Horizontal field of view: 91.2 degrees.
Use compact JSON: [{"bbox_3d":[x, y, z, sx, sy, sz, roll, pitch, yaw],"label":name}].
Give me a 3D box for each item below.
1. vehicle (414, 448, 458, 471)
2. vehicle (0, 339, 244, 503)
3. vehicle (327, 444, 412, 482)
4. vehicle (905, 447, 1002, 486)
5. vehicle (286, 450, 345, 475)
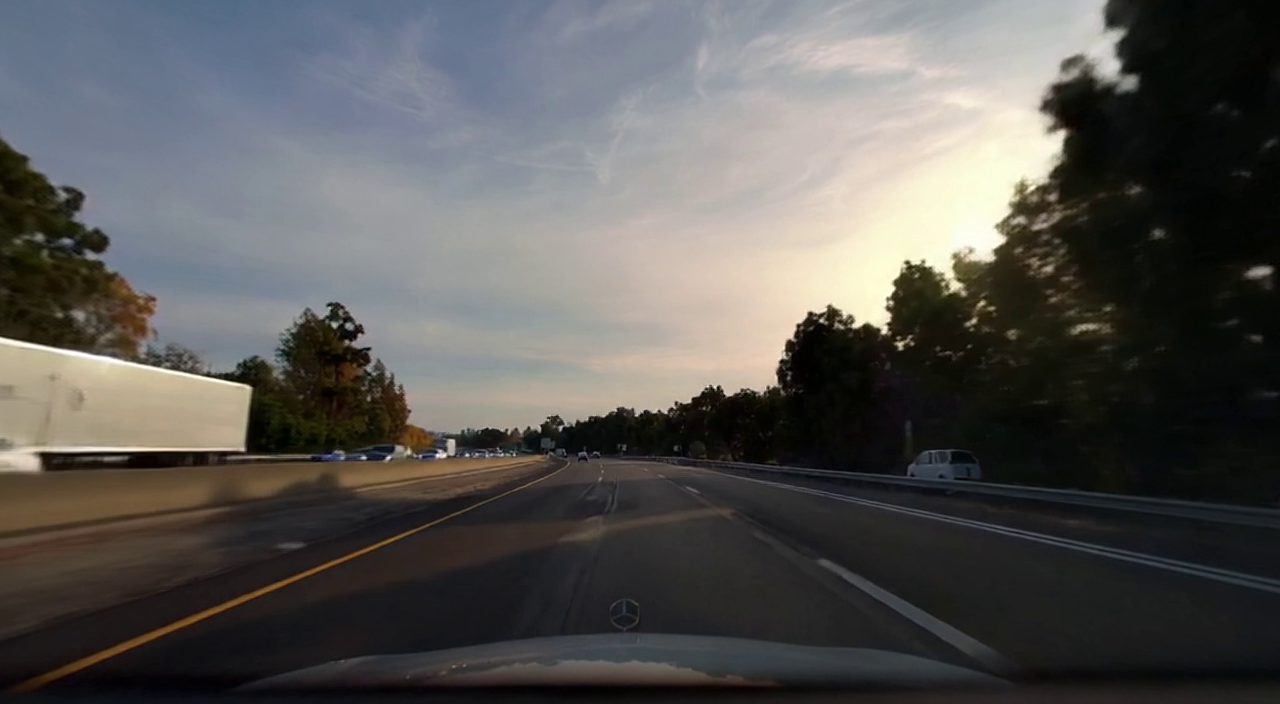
[{"bbox_3d":[-14.379,7.619,44.421,1.842,1.507,4.406,0,-9,-4],"label":"vehicle"},{"bbox_3d":[-18.363,2.400,20.026,2.968,4.245,13.857,0,-9,-3],"label":"vehicle"},{"bbox_3d":[-11.876,4.912,27.851,1.881,1.515,4.661,0,-9,-3],"label":"vehicle"},{"bbox_3d":[15.471,5.660,31.262,2.020,1.738,4.549,1,-9,-8],"label":"vehicle"},{"bbox_3d":[-20.003,6.821,38.778,1.793,1.461,3.704,0,-9,-3],"label":"vehicle"}]
